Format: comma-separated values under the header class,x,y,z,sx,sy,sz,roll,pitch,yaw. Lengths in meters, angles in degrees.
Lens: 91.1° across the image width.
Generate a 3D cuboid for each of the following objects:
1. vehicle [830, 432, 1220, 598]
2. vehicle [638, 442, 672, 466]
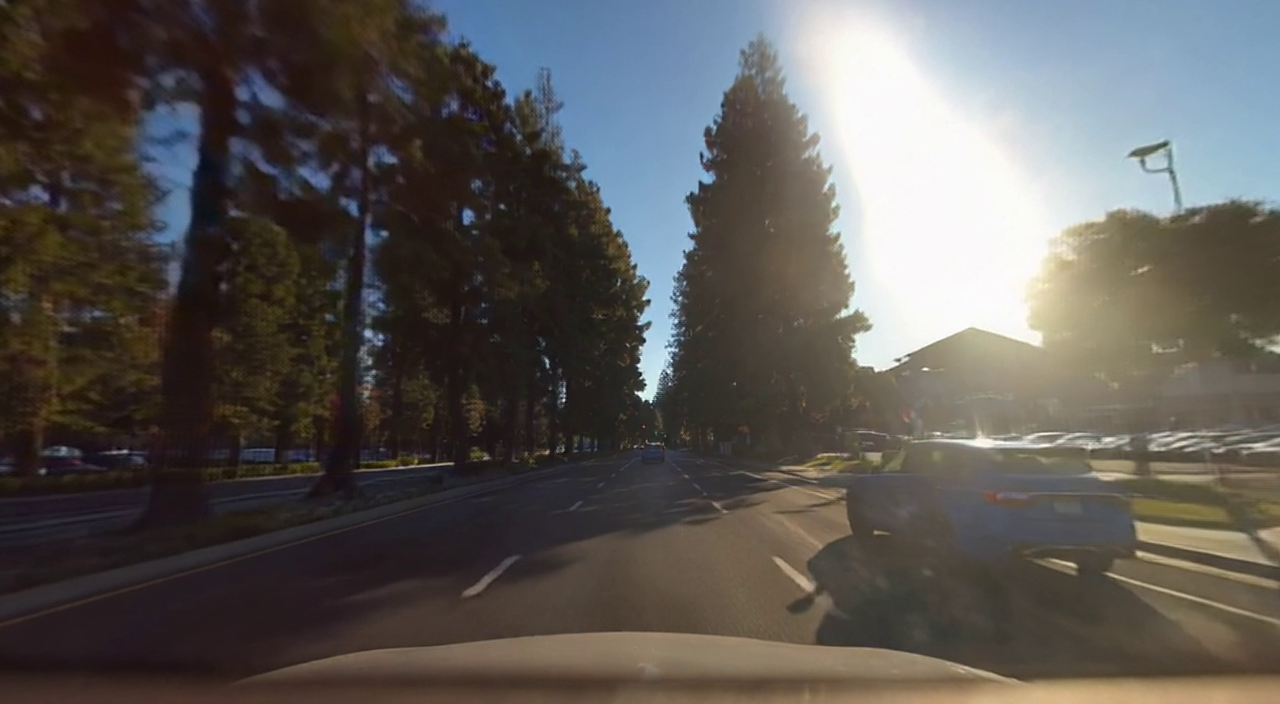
class,x,y,z,sx,sy,sz,roll,pitch,yaw
vehicle,4.197,1.821,8.040,2.053,1.482,4.568,0,-9,-1
vehicle,0.977,6.782,41.835,2.144,1.505,4.128,0,-8,0
